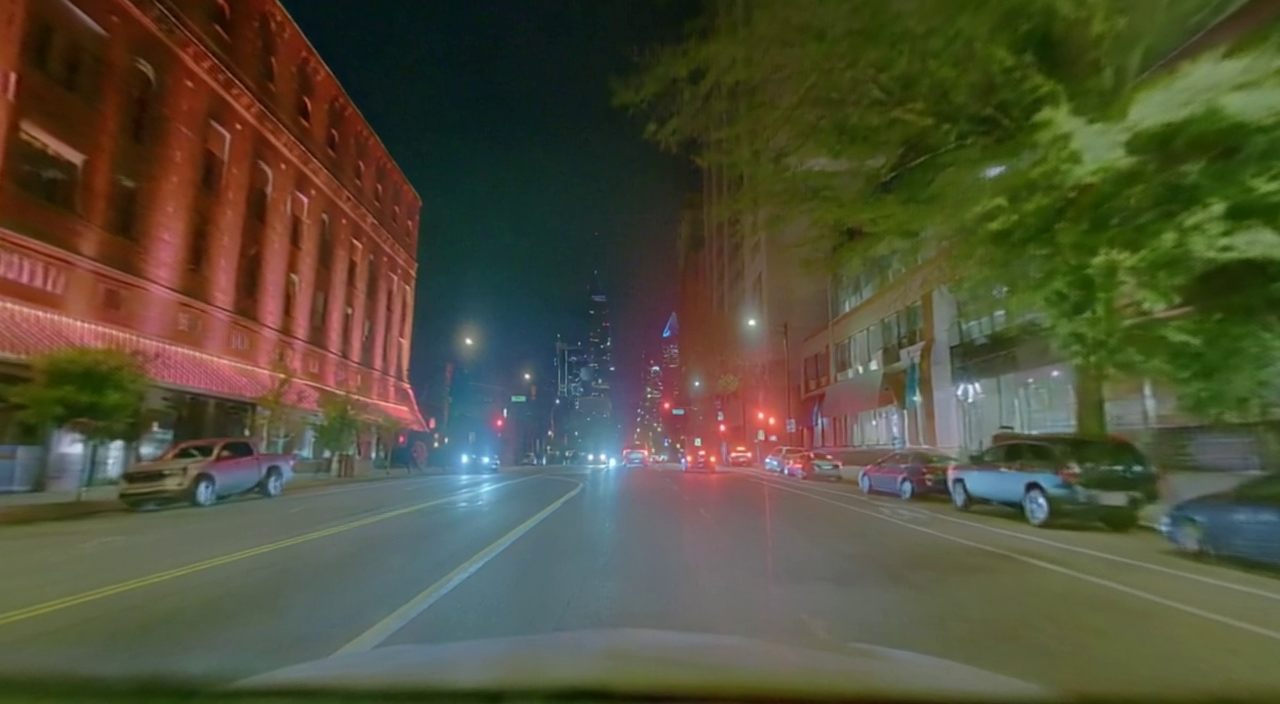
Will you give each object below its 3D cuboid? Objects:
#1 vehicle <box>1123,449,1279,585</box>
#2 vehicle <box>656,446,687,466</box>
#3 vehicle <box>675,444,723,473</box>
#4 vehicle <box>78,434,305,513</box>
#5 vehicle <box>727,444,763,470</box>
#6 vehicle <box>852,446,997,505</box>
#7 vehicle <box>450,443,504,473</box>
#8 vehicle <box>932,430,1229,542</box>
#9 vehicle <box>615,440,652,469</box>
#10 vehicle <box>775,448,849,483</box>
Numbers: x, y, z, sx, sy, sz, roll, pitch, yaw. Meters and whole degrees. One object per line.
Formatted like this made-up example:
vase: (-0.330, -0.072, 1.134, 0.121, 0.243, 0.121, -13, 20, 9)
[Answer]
vehicle: (8.149, 1.804, 6.766, 2.075, 1.467, 4.800, 0, -8, -1)
vehicle: (2.368, 7.916, 48.227, 2.019, 1.462, 4.155, 0, -8, -1)
vehicle: (3.256, 6.035, 36.115, 2.238, 1.499, 4.964, 0, -8, 0)
vehicle: (-14.454, 3.953, 21.143, 2.822, 2.230, 6.145, 0, -9, 3)
vehicle: (7.914, 7.926, 47.904, 1.959, 1.719, 4.538, 1, -8, 0)
vehicle: (8.167, 3.549, 18.719, 2.072, 1.479, 4.603, 0, -8, -1)
vehicle: (-10.075, 6.579, 39.472, 2.212, 1.784, 4.626, 0, -8, -1)
vehicle: (8.155, 2.519, 12.530, 2.310, 1.753, 4.814, 0, -9, -1)
vehicle: (-0.413, 6.858, 42.524, 2.329, 1.842, 4.537, 0, -8, 0)
vehicle: (8.036, 5.334, 30.071, 2.054, 1.455, 4.786, 0, -8, -2)
